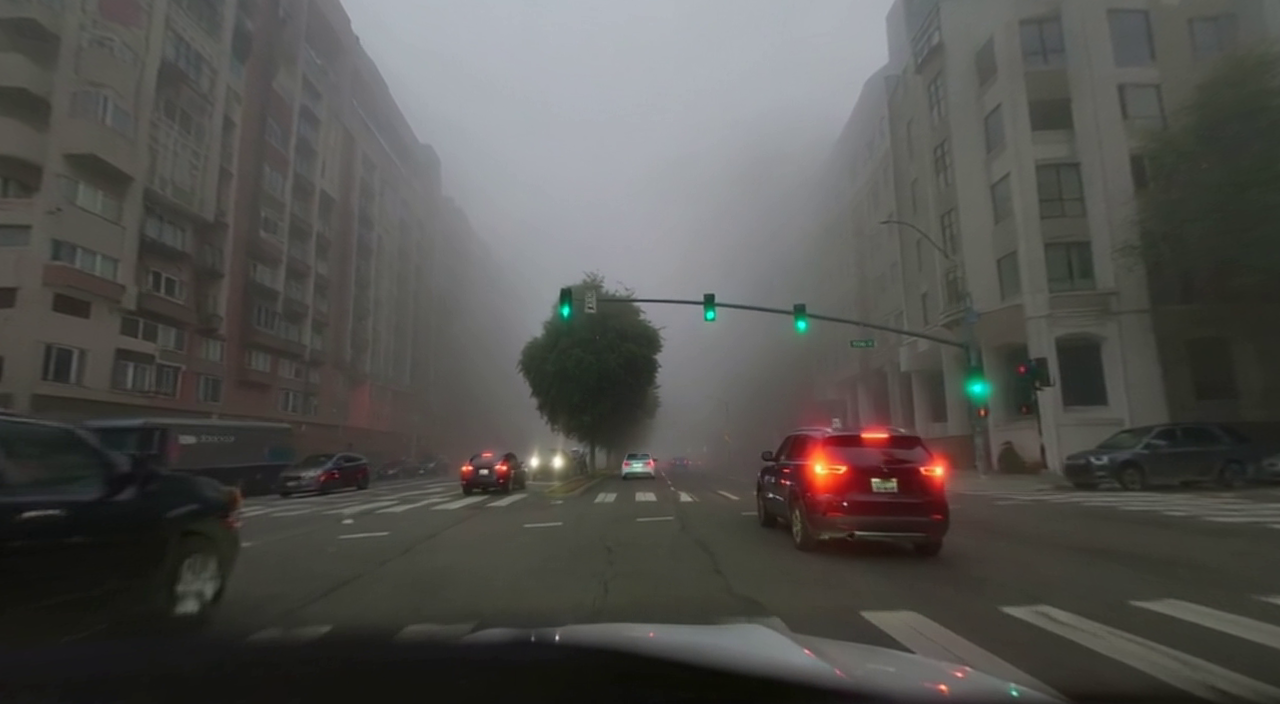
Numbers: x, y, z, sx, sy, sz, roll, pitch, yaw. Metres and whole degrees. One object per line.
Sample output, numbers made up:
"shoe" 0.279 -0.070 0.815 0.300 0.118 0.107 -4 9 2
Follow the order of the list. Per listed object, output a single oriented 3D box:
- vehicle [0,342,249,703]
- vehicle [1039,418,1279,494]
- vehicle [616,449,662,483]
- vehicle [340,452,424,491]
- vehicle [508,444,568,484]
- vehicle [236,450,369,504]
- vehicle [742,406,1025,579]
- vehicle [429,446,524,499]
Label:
"vehicle" -4.111 1.044 3.559 2.031 1.873 4.581 2 -9 -17
"vehicle" 15.244 2.975 18.283 5.888 1.985 2.357 0 -9 -6
"vehicle" -0.062 5.495 30.660 2.059 1.492 4.033 0 -9 -1
"vehicle" -11.944 5.513 29.610 2.183 1.630 4.221 0 -9 -1
"vehicle" -5.030 5.593 31.904 2.275 1.816 4.923 0 -9 -1
"vehicle" -11.796 4.357 22.586 2.001 1.638 4.980 -1 -9 0
"vehicle" 3.054 1.888 9.334 2.129 1.844 4.767 0 -9 -2
"vehicle" -5.582 4.171 22.196 2.062 1.532 4.830 -3 -9 0
